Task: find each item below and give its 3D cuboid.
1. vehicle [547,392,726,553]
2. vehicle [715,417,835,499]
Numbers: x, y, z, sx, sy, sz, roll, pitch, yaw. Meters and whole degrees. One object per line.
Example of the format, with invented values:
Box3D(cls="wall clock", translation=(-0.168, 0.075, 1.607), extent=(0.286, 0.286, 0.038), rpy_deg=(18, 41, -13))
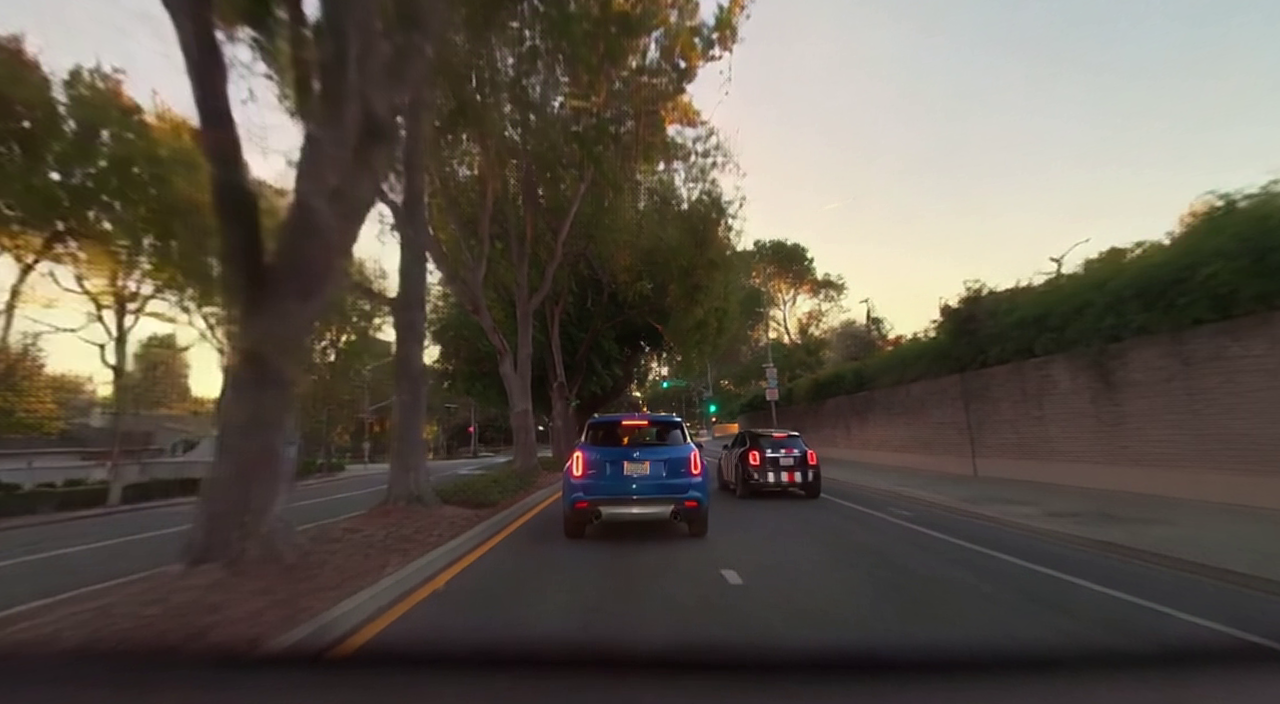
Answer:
Box3D(cls="vehicle", translation=(-0.090, 1.578, 8.665), extent=(1.984, 1.777, 3.148), rpy_deg=(1, -8, -2))
Box3D(cls="vehicle", translation=(3.074, 2.526, 15.292), extent=(1.840, 1.709, 4.202), rpy_deg=(1, -8, -2))
